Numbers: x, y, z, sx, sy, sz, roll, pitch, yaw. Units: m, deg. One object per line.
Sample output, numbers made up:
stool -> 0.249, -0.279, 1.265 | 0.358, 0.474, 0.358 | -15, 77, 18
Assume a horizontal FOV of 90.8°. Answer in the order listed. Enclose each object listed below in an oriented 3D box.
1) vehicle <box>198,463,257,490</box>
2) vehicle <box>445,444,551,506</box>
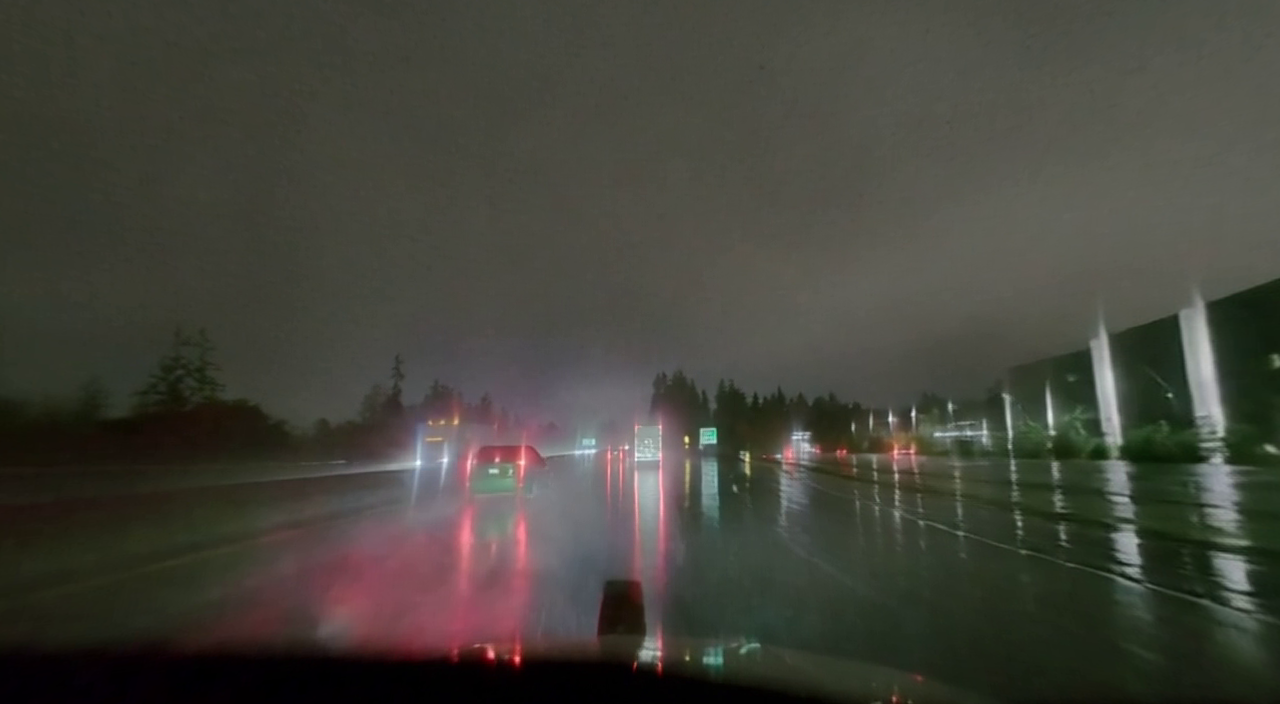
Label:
vehicle -> -26.860, 8.082, 41.230 | 1.764, 1.526, 4.237 | 2, -9, -12
vehicle -> -3.718, 3.299, 17.303 | 1.886, 1.465, 4.119 | 0, -9, 1
